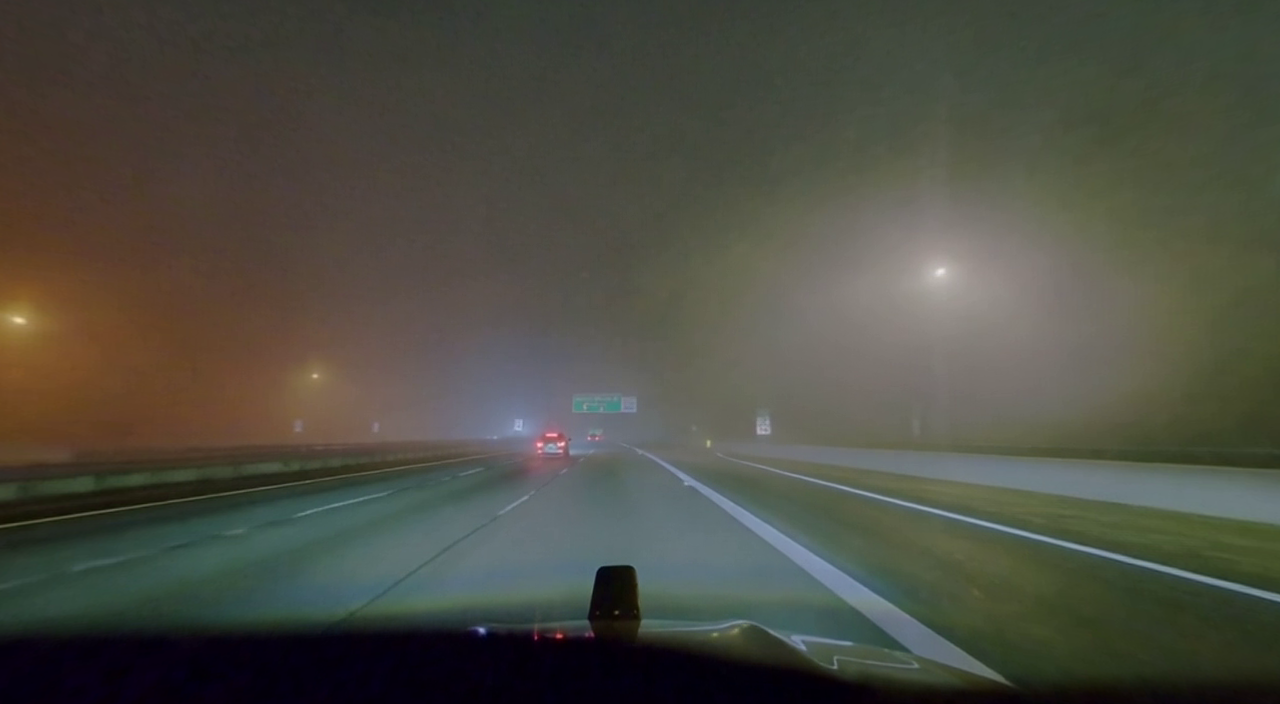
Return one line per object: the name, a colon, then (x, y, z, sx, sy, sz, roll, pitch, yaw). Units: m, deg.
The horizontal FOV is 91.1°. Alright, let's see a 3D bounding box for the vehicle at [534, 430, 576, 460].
vehicle: (-4.722, 5.215, 35.430, 1.878, 1.548, 3.966, 0, -8, -1)
